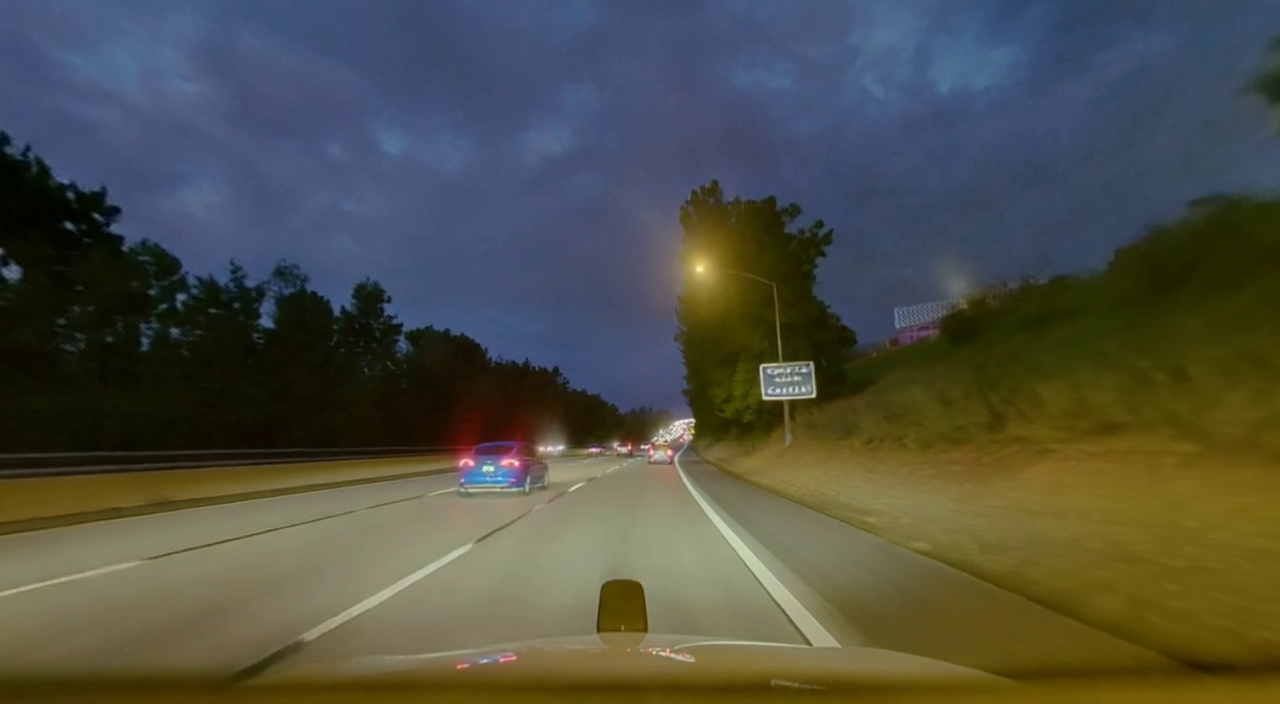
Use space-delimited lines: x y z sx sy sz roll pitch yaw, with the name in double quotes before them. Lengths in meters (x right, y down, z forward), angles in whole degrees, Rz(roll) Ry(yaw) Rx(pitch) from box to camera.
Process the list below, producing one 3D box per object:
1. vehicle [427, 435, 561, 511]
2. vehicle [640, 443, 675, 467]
"vehicle" -3.228 2.770 14.992 2.024 1.531 4.431 0 -8 1
"vehicle" 1.166 6.546 40.297 2.113 1.464 4.073 0 -8 3
